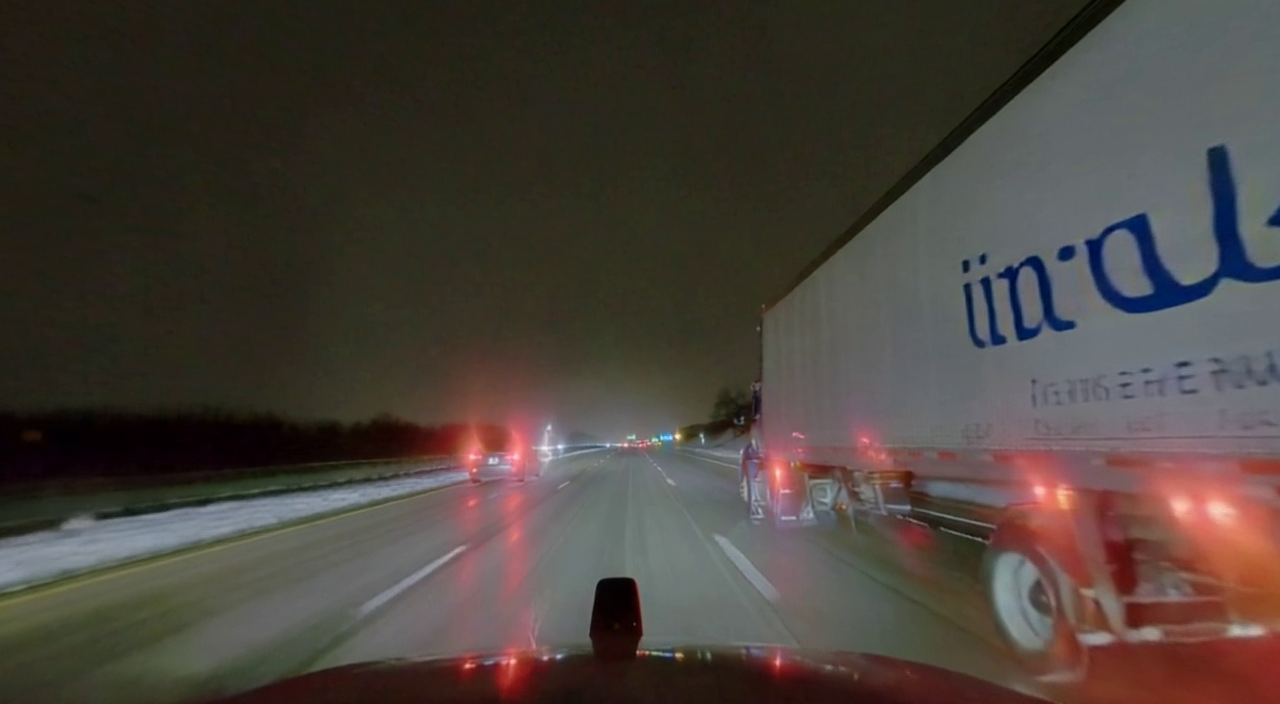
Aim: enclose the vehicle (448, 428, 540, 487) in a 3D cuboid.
[{"bbox_3d":[-4.611,3.396,20.532,2.063,1.661,4.439,2,-8,-2],"label":"vehicle"}]
